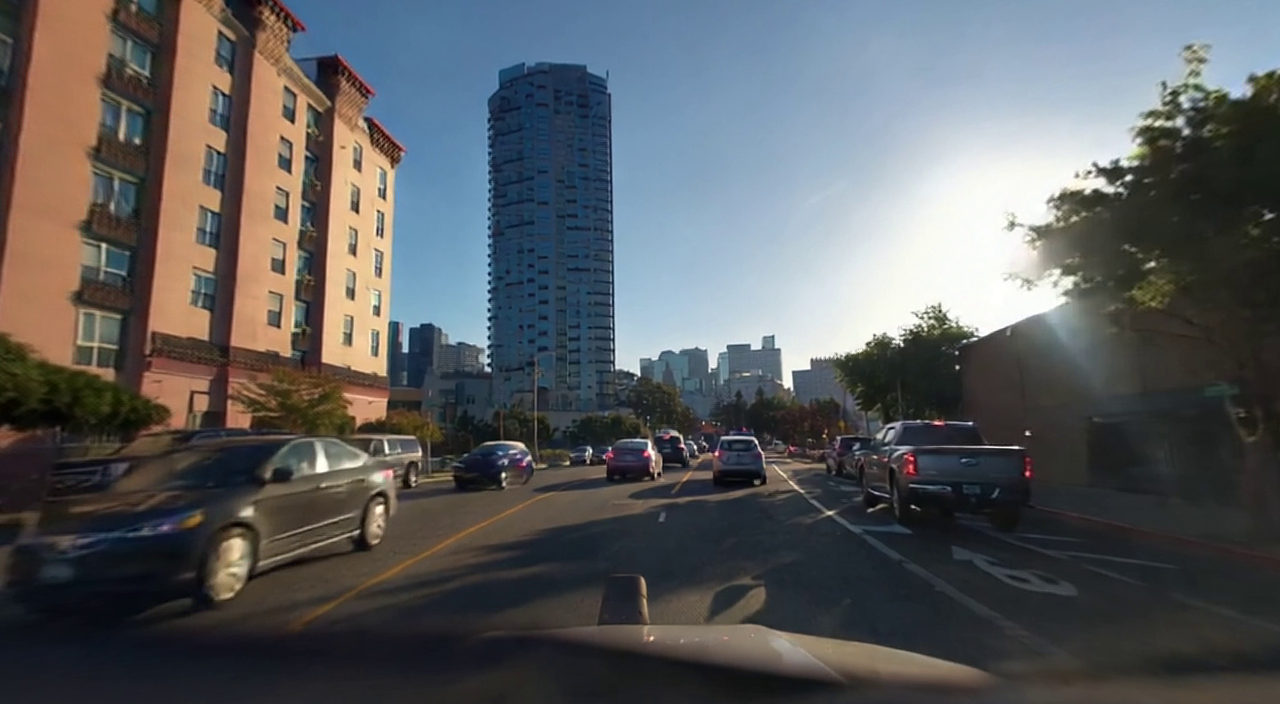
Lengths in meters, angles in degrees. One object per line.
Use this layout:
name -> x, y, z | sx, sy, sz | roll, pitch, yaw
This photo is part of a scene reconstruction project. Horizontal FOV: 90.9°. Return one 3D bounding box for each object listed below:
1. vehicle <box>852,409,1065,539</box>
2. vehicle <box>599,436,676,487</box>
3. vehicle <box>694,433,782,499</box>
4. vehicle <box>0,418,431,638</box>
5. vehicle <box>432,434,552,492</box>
vehicle -> 5.179, 2.016, 11.079 | 2.088, 1.775, 4.454 | -1, -8, 10
vehicle -> 0.028, 3.502, 20.495 | 2.031, 1.461, 3.763 | -1, -8, 7
vehicle -> 2.597, 2.931, 16.662 | 1.982, 1.510, 4.144 | -1, -8, 9
vehicle -> -4.129, 1.548, 6.728 | 2.028, 1.478, 4.682 | 0, -8, 2
vehicle -> -4.424, 3.387, 19.666 | 2.086, 1.565, 4.281 | -2, -8, 10
